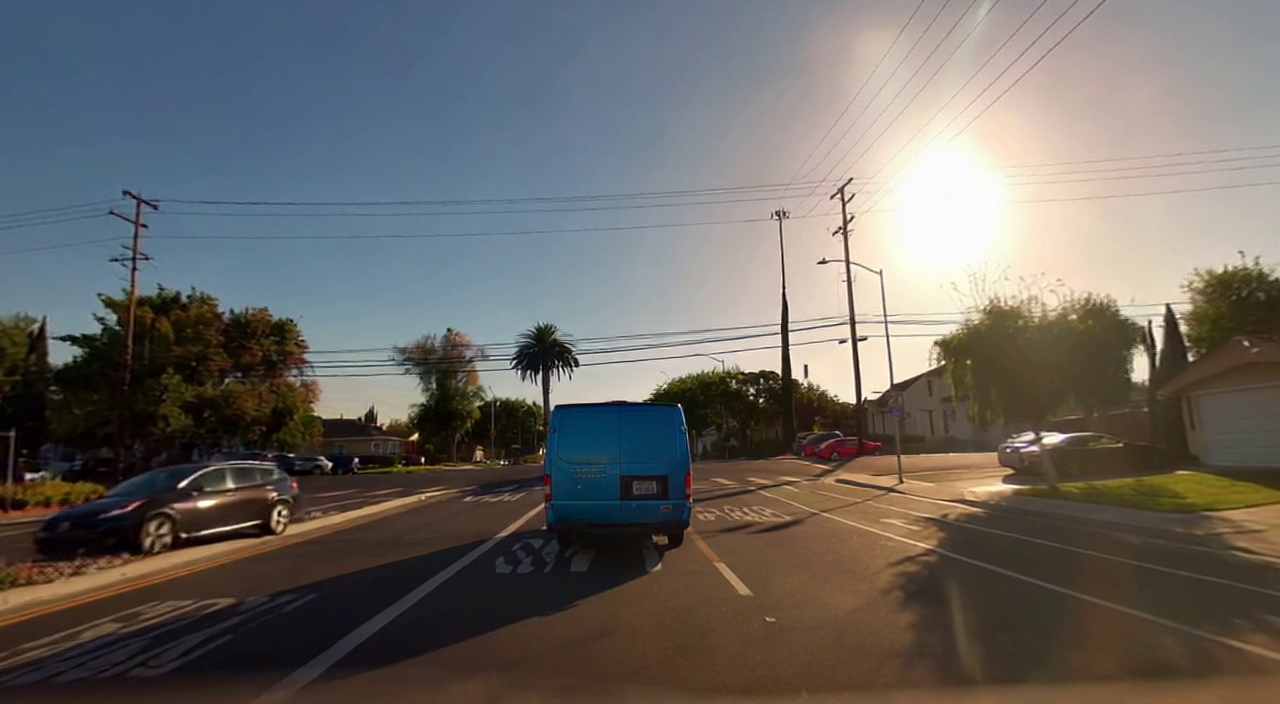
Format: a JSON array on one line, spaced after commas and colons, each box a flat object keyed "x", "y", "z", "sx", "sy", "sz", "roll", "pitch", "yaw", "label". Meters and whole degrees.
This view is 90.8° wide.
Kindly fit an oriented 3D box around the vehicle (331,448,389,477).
[{"x": -18.055, "y": 7.100, "z": 40.950, "sx": 1.841, "sy": 1.769, "sz": 4.105, "roll": 0, "pitch": -9, "yaw": -1, "label": "vehicle"}]

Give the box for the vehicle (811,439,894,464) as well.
[{"x": 13.091, "y": 6.166, "z": 39.088, "sx": 4.483, "sy": 1.463, "sz": 1.805, "roll": 0, "pitch": -9, "yaw": -1, "label": "vehicle"}]

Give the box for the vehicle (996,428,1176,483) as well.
[{"x": 13.143, "y": 3.063, "z": 18.814, "sx": 3.916, "sy": 1.517, "sz": 1.887, "roll": 0, "pitch": -9, "yaw": -2, "label": "vehicle"}]

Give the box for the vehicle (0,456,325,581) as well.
[{"x": -7.222, "y": 2.484, "z": 10.284, "sx": 1.962, "sy": 1.481, "sz": 4.434, "roll": 0, "pitch": -9, "yaw": -1, "label": "vehicle"}]

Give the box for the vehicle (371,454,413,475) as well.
[{"x": -18.140, "y": 8.251, "z": 46.364, "sx": 1.633, "sy": 1.398, "sz": 3.729, "roll": 0, "pitch": -9, "yaw": -1, "label": "vehicle"}]

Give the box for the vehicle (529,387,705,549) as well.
[{"x": -0.329, "y": 1.913, "z": 10.923, "sx": 2.342, "sy": 2.142, "sz": 4.809, "roll": 0, "pitch": -9, "yaw": -1, "label": "vehicle"}]
